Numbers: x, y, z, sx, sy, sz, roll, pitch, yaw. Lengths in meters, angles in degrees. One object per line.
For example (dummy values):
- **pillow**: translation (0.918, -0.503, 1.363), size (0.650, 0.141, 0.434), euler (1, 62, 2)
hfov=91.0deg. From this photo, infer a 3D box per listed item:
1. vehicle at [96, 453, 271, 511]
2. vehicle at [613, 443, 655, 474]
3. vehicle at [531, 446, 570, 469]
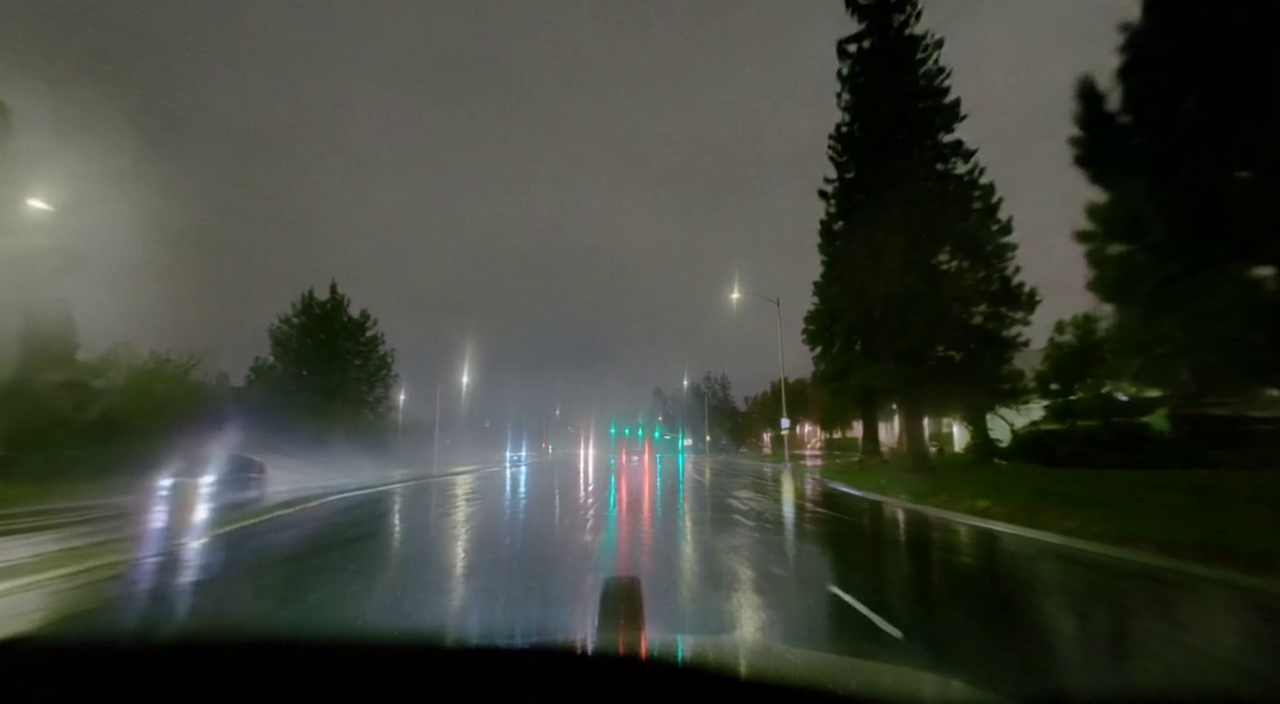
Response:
- **vehicle**: translation (-13.772, 3.911, 19.435), size (1.949, 1.517, 4.459), euler (0, -9, 1)
- **vehicle**: translation (-0.248, 5.667, 33.706), size (2.106, 1.517, 4.375), euler (0, -9, 1)
- **vehicle**: translation (-6.039, 7.172, 42.918), size (2.014, 1.472, 4.357), euler (0, -9, 0)
